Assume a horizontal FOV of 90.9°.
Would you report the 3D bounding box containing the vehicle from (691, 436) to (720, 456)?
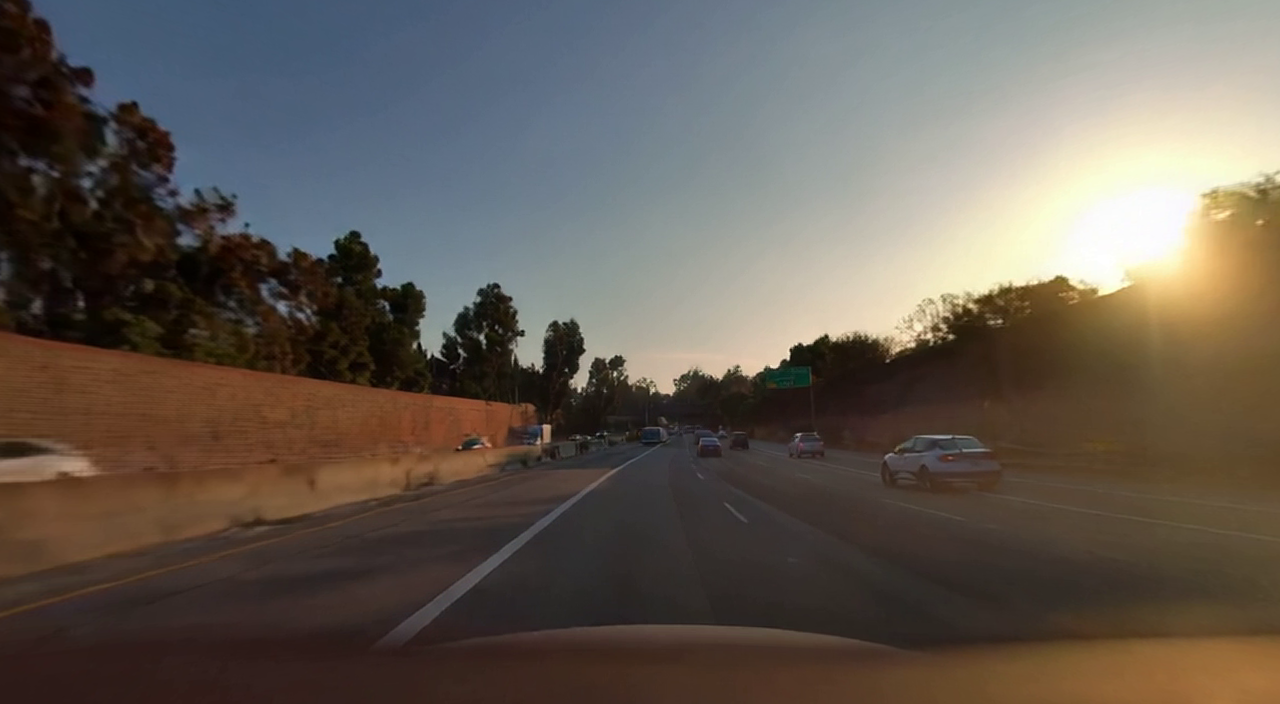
[{"bbox_3d":[5.077,7.366,49.532,1.926,1.477,4.080,0,-8,2],"label":"vehicle"}]
